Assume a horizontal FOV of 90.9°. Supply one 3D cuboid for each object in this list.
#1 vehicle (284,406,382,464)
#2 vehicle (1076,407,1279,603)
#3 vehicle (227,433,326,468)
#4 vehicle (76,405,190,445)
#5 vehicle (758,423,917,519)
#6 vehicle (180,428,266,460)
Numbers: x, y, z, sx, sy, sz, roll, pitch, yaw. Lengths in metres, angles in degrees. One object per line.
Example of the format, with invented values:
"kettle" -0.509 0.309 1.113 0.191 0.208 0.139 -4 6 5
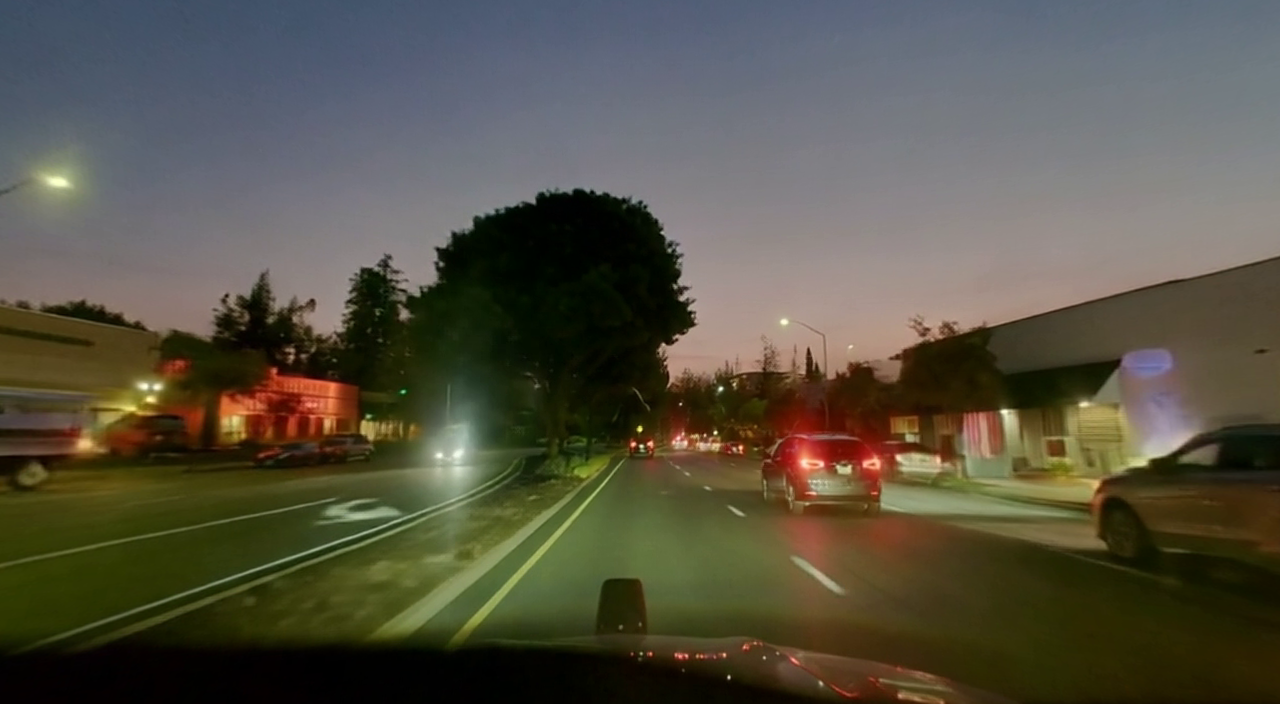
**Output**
"vehicle" -18.933 5.242 39.419 2.811 3.326 6.083 0 -9 2
"vehicle" 6.806 1.400 5.797 2.134 1.738 4.833 0 -9 0
"vehicle" -18.917 5.153 33.121 2.015 1.647 5.085 0 -9 2
"vehicle" -26.908 3.922 33.596 4.235 2.032 2.010 0 -9 1
"vehicle" 3.876 2.416 13.207 2.072 1.669 3.836 0 -9 0
"vehicle" -25.618 5.700 38.840 3.907 1.800 1.917 -2 -10 2
